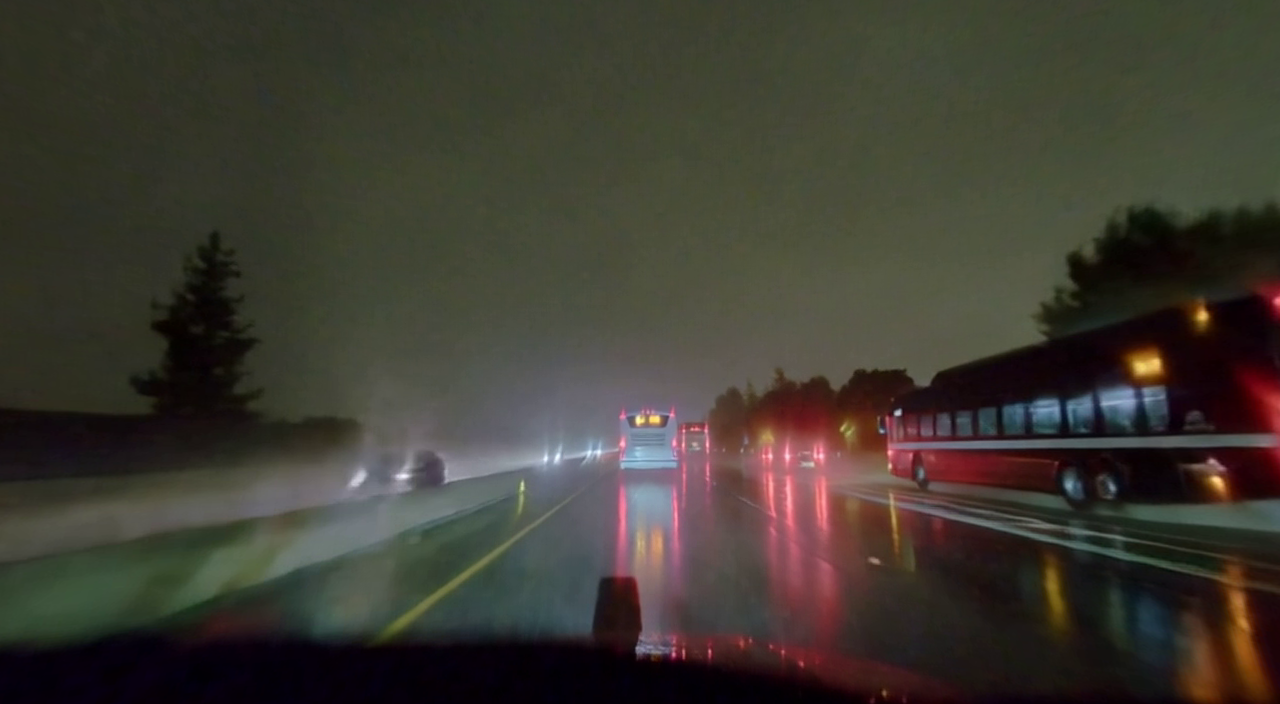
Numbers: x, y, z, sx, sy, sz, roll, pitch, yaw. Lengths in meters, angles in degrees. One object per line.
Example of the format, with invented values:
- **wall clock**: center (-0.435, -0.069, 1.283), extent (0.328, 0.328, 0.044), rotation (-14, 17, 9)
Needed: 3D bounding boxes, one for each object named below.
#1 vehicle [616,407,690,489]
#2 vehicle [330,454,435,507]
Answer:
- **vehicle**: center (0.369, 3.613, 23.680), extent (2.414, 2.675, 5.574), rotation (0, -9, -1)
- **vehicle**: center (-8.579, 4.275, 21.301), extent (1.867, 1.536, 3.985), rotation (-1, -9, 0)
